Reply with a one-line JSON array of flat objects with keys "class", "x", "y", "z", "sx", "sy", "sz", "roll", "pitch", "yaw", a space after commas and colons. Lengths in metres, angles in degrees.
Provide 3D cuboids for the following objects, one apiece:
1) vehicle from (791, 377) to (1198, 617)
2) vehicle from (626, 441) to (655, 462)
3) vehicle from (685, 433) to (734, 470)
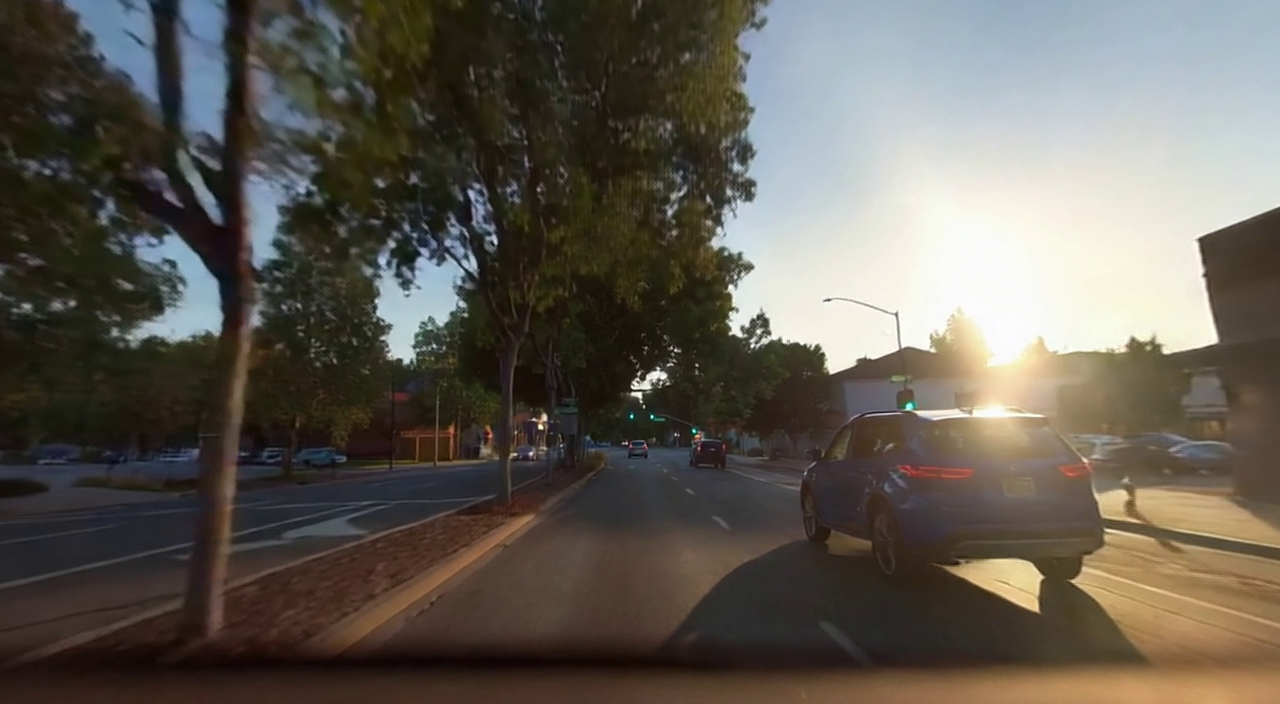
[{"class": "vehicle", "x": 3.288, "y": 1.439, "z": 7.146, "sx": 2.033, "sy": 1.865, "sz": 4.360, "roll": 0, "pitch": -8, "yaw": 0}, {"class": "vehicle", "x": 0.047, "y": 7.512, "z": 47.790, "sx": 2.131, "sy": 1.474, "sz": 4.146, "roll": 0, "pitch": -8, "yaw": 0}, {"class": "vehicle", "x": 3.661, "y": 5.355, "z": 34.079, "sx": 2.085, "sy": 1.828, "sz": 5.383, "roll": 0, "pitch": -8, "yaw": 1}]
